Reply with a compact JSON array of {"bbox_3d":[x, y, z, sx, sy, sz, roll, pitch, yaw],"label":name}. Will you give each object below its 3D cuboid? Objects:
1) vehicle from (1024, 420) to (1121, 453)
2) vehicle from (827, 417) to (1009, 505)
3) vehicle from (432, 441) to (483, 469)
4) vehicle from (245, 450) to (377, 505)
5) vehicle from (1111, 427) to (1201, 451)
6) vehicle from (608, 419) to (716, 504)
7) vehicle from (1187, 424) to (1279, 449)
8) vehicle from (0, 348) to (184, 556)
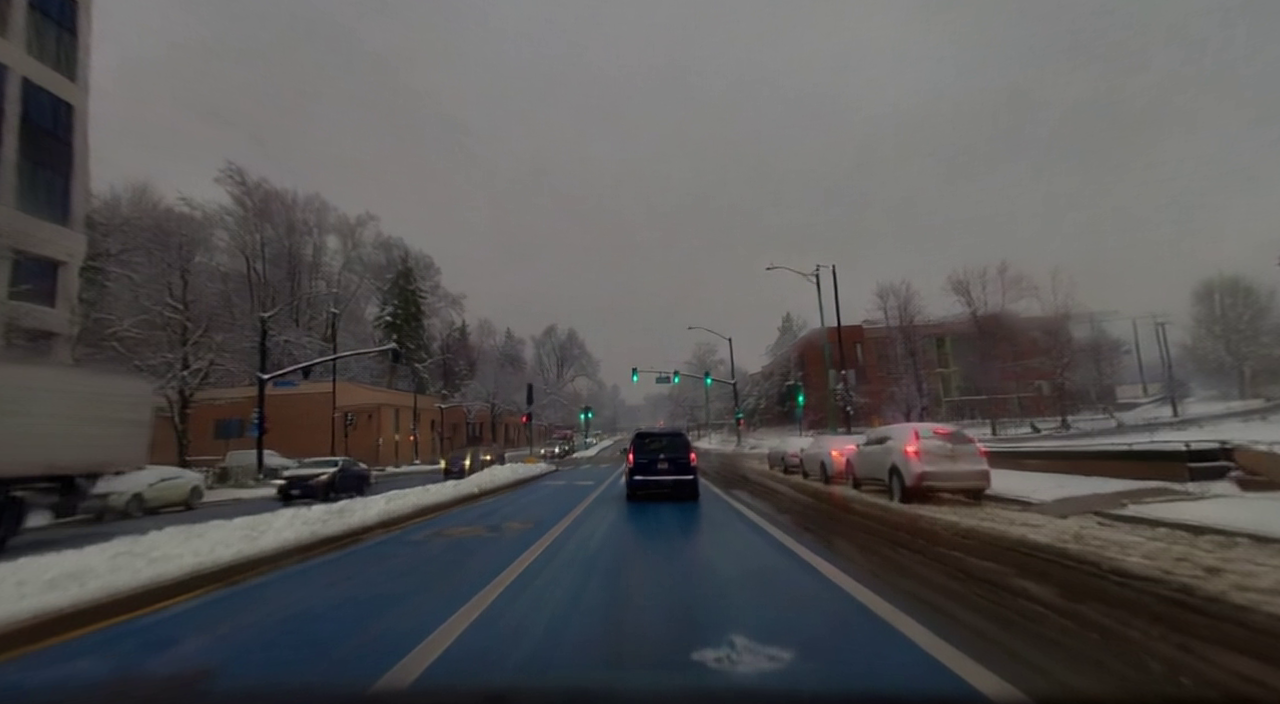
[{"bbox_3d":[28.298,5.555,41.330,4.655,1.852,2.161,-2,-10,-2],"label":"vehicle"},{"bbox_3d":[6.608,2.677,15.823,2.205,1.823,5.078,0,-9,0],"label":"vehicle"},{"bbox_3d":[-12.706,7.200,44.228,1.975,1.820,4.838,-1,-9,2],"label":"vehicle"},{"bbox_3d":[-10.476,3.992,20.540,2.019,1.547,4.315,0,-9,-1],"label":"vehicle"},{"bbox_3d":[33.623,5.714,41.169,4.275,1.487,1.781,0,-9,1],"label":"vehicle"},{"bbox_3d":[0.441,2.651,15.520,2.283,1.773,4.255,0,-9,0],"label":"vehicle"},{"bbox_3d":[38.795,5.520,41.240,4.286,1.625,1.809,0,-8,0],"label":"vehicle"},{"bbox_3d":[-13.632,1.753,10.953,3.101,3.878,10.902,0,-9,1],"label":"vehicle"}]
